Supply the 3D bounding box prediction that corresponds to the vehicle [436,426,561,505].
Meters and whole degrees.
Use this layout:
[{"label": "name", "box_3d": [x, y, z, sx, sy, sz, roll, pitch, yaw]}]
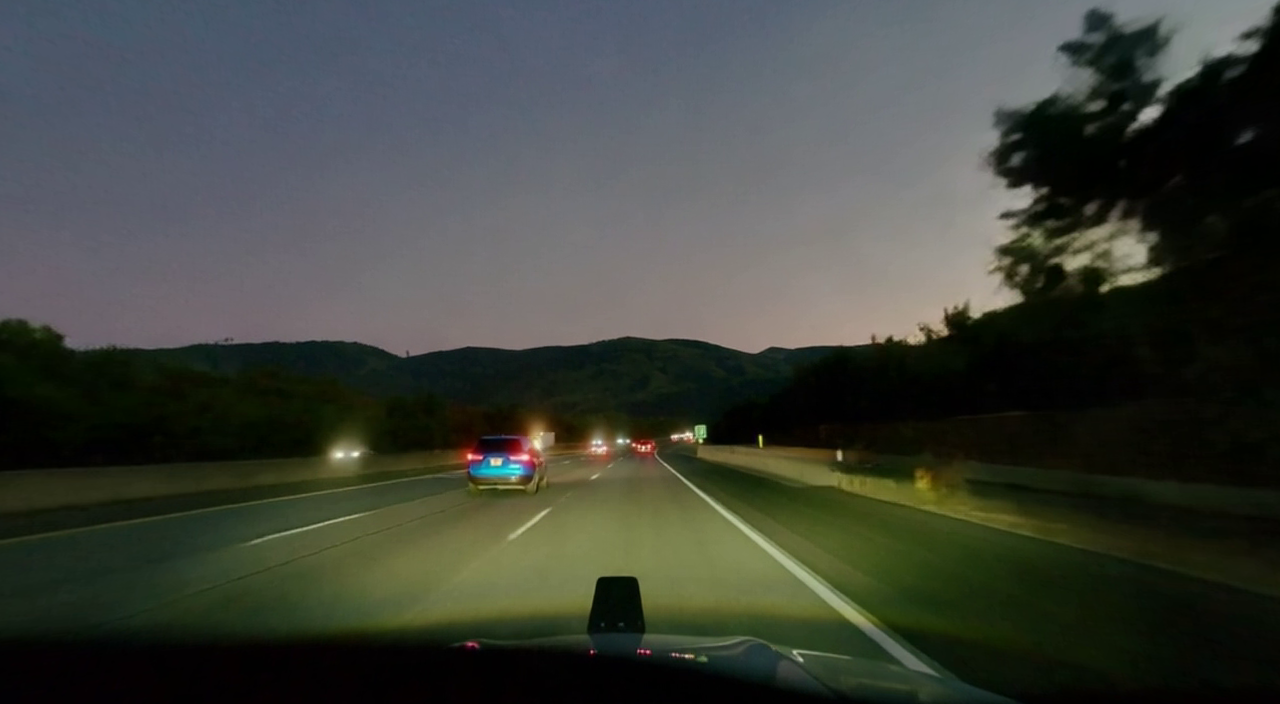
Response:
[{"label": "vehicle", "box_3d": [-3.439, 2.857, 16.335, 2.138, 1.718, 4.415, -1, -8, 1]}]
